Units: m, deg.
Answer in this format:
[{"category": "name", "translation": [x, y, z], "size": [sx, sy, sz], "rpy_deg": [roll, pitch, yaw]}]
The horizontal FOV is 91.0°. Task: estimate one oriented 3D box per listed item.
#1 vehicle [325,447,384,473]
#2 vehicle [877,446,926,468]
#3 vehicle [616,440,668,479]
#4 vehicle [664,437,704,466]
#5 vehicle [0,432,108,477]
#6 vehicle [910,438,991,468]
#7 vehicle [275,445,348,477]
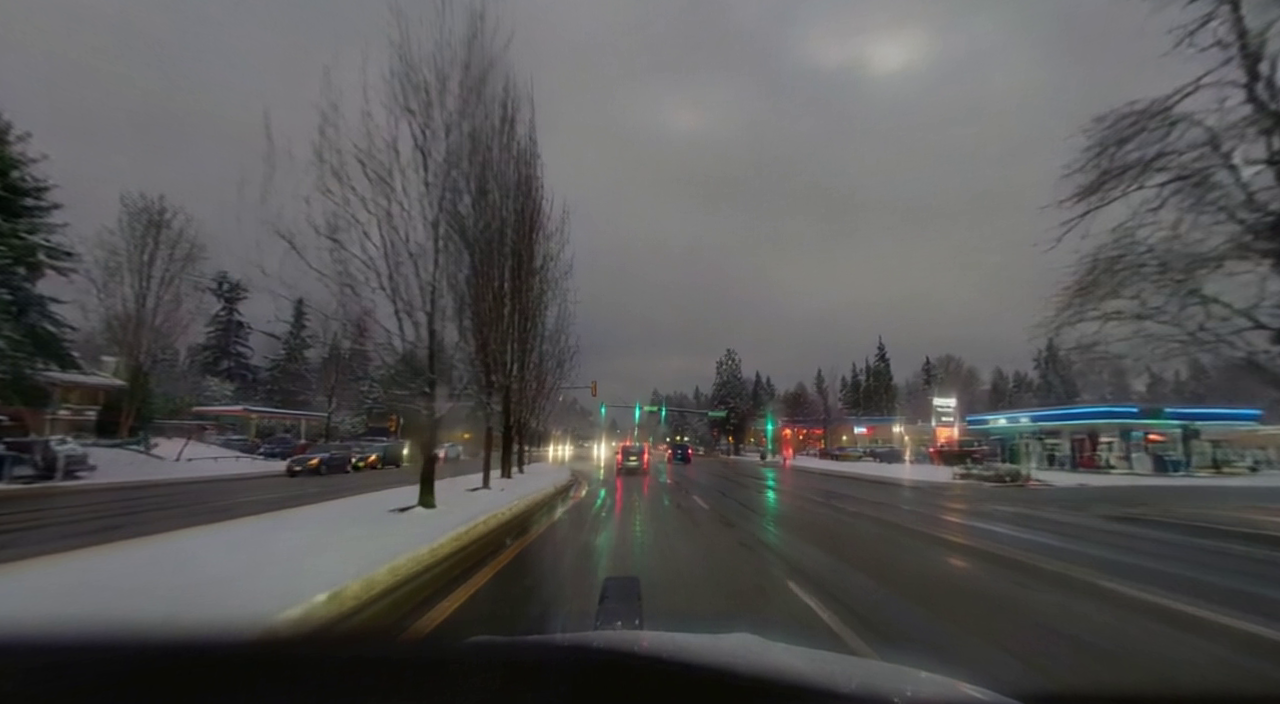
[{"category": "vehicle", "translation": [-19.136, 7.237, 42.402], "size": [1.920, 1.638, 4.299], "rpy_deg": [0, -9, 0]}, {"category": "vehicle", "translation": [20.258, 8.156, 48.977], "size": [1.950, 1.519, 4.860], "rpy_deg": [-3, -9, 4]}, {"category": "vehicle", "translation": [0.058, 4.684, 27.664], "size": [2.145, 1.572, 4.021], "rpy_deg": [0, -9, -1]}, {"category": "vehicle", "translation": [3.350, 7.830, 49.482], "size": [2.731, 2.101, 6.047], "rpy_deg": [0, -9, 0]}, {"category": "vehicle", "translation": [-30.655, 5.136, 31.772], "size": [5.713, 2.148, 2.107], "rpy_deg": [0, -9, 4]}, {"category": "vehicle", "translation": [20.441, 6.695, 41.839], "size": [2.254, 1.804, 5.953], "rpy_deg": [-1, -9, -1]}, {"category": "vehicle", "translation": [-19.139, 6.356, 36.881], "size": [1.967, 1.680, 4.396], "rpy_deg": [-1, -9, -1]}]
